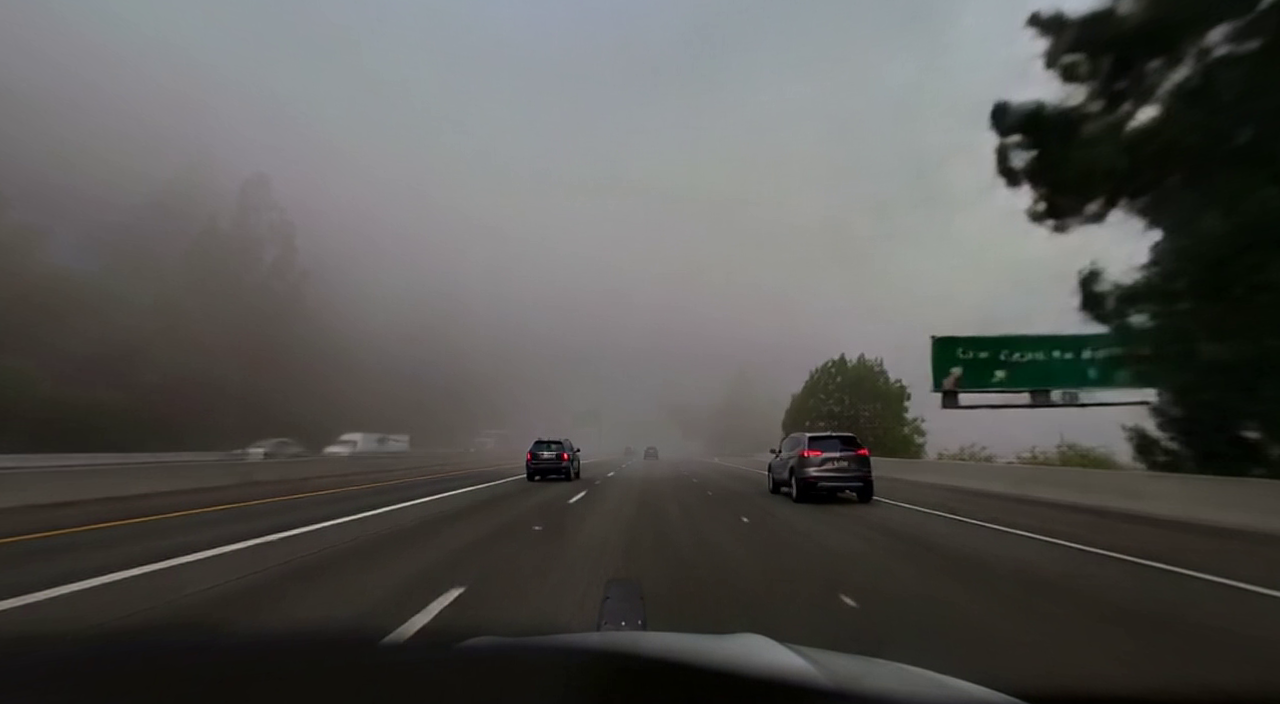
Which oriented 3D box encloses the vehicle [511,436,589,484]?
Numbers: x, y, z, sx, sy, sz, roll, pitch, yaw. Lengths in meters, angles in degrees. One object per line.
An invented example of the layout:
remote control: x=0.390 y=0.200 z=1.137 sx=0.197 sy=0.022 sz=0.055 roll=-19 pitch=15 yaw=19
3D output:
vehicle: x=-3.240 y=3.996 z=23.505 sx=2.166 sy=1.608 sz=4.297 roll=0 pitch=-8 yaw=2

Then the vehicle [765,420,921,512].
vehicle: x=4.465 y=2.593 z=14.705 sx=2.149 sy=1.796 sz=4.487 roll=0 pitch=-9 yaw=0

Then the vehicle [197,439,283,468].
vehicle: x=-24.776 y=6.303 z=39.120 sx=2.015 sy=1.650 sz=4.858 roll=-1 pitch=-9 yaw=2
